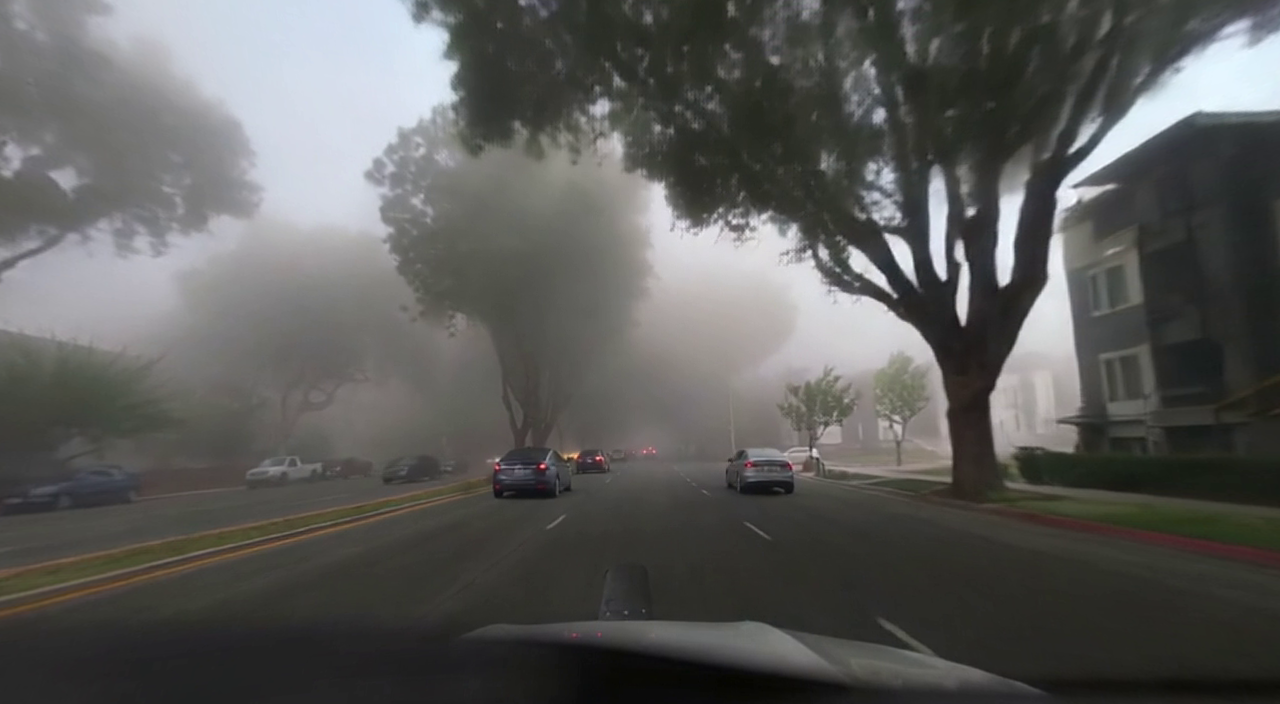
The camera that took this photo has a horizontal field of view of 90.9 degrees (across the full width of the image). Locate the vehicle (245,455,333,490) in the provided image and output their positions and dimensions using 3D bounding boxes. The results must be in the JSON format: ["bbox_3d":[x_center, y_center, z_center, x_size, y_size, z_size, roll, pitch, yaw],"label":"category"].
[{"bbox_3d":[-22.368,7.665,40.434,2.928,2.070,4.368,-1,-9,3],"label":"vehicle"}]

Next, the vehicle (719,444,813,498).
[{"bbox_3d":[3.818,3.668,19.943,2.010,1.486,4.498,0,-8,-1],"label":"vehicle"}]

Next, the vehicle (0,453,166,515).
[{"bbox_3d":[-22.412,5.257,25.702,2.523,2.213,4.637,0,-8,-1],"label":"vehicle"}]

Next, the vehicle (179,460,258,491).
[{"bbox_3d":[-26.876,7.873,40.402,1.928,1.764,4.599,0,-8,-1],"label":"vehicle"}]

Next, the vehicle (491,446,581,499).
[{"bbox_3d":[-3.175,3.776,20.205,2.053,1.480,4.381,0,-8,1],"label":"vehicle"}]

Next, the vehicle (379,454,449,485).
[{"bbox_3d":[-12.211,6.338,34.434,2.000,1.504,4.720,0,-9,1],"label":"vehicle"}]
